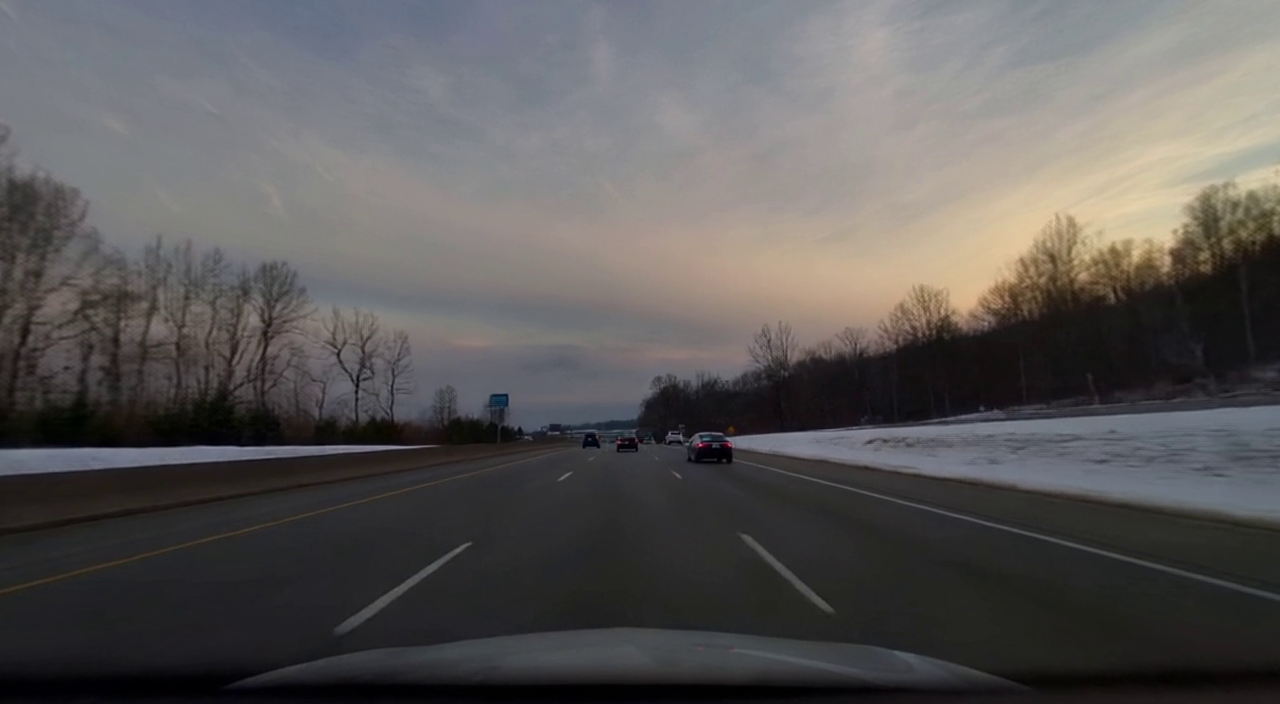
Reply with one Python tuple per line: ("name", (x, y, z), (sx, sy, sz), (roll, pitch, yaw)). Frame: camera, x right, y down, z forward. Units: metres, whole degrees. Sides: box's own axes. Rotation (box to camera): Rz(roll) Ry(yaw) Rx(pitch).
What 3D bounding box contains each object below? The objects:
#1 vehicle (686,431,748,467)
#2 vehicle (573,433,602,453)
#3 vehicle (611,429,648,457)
("vehicle", (3.382, 4.338, 28.479), (2.056, 1.479, 4.660), (0, -8, -2))
("vehicle", (-4.087, 7.169, 49.760), (2.041, 1.546, 4.080), (0, -8, -1))
("vehicle", (-0.658, 5.708, 39.529), (2.182, 1.680, 4.253), (0, -8, -1))
